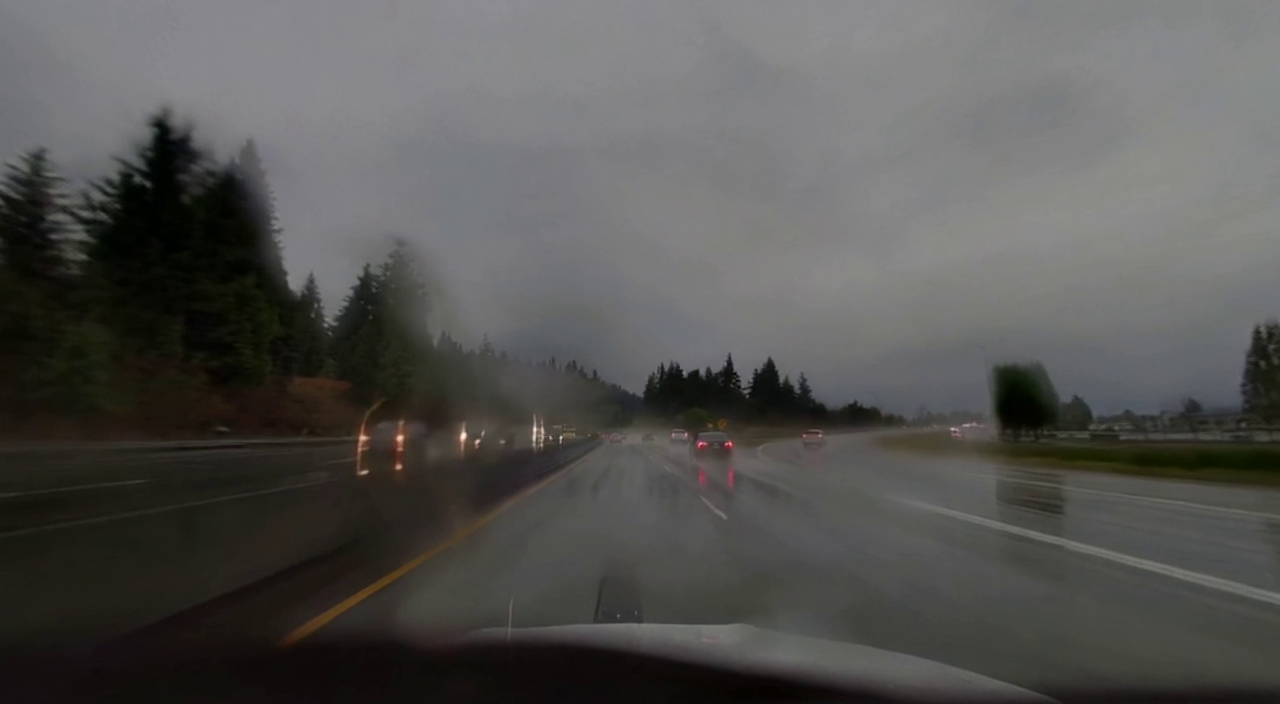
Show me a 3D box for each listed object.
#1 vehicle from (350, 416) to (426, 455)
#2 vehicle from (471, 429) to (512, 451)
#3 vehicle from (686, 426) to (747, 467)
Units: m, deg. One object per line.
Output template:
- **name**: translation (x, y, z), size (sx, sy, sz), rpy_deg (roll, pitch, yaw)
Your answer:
- **vehicle**: translation (-13.702, 4.605, 34.667), size (2.146, 1.969, 5.211), rpy_deg (0, -7, -1)
- **vehicle**: translation (-10.132, 6.002, 43.242), size (1.972, 1.443, 4.342), rpy_deg (0, -7, -3)
- **vehicle**: translation (3.149, 3.958, 26.641), size (1.938, 1.578, 3.764), rpy_deg (0, -7, -3)
